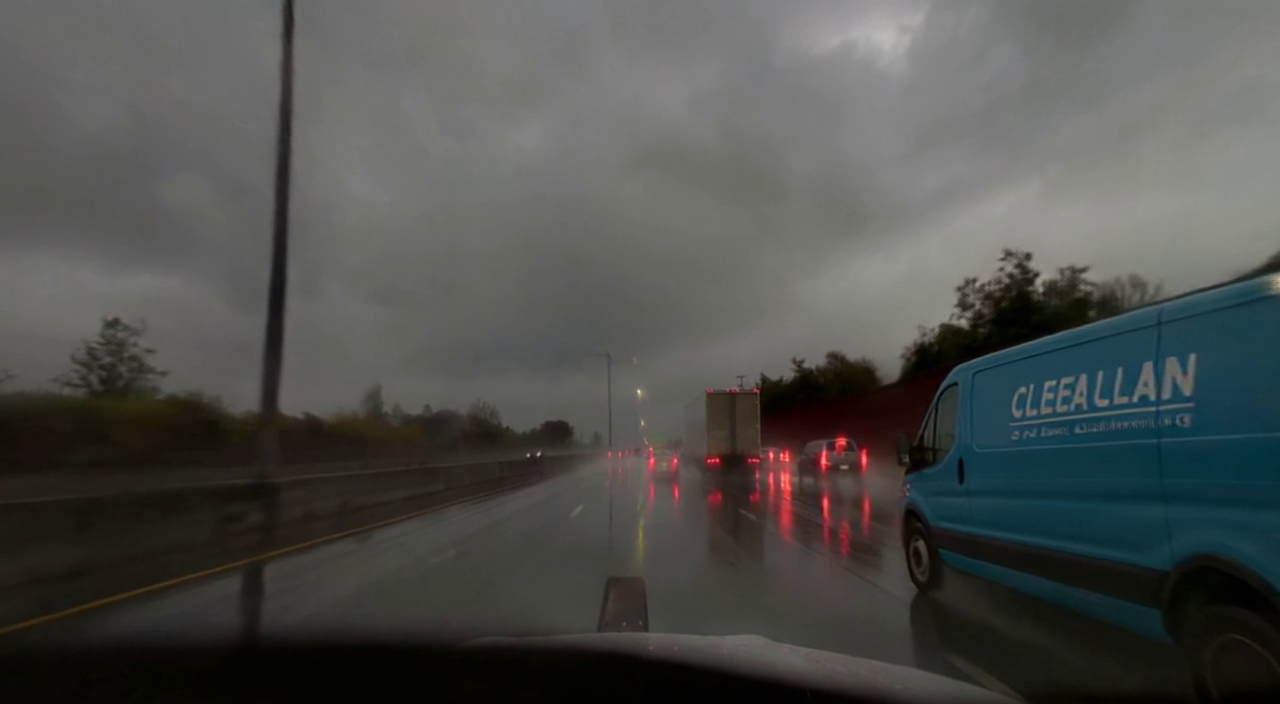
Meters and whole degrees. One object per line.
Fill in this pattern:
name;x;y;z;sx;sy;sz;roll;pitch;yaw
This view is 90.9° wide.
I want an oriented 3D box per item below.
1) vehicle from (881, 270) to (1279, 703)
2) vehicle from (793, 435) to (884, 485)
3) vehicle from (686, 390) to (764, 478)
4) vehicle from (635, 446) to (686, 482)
vehicle;3.794;0.869;3.724;2.441;2.017;5.739;0;-9;0
vehicle;7.836;4.299;25.380;2.144;1.769;4.540;0;-9;0
vehicle;4.433;4.799;35.957;2.821;4.077;12.562;0;-9;1
vehicle;0.841;4.995;28.392;2.063;1.469;4.208;0;-9;-1
